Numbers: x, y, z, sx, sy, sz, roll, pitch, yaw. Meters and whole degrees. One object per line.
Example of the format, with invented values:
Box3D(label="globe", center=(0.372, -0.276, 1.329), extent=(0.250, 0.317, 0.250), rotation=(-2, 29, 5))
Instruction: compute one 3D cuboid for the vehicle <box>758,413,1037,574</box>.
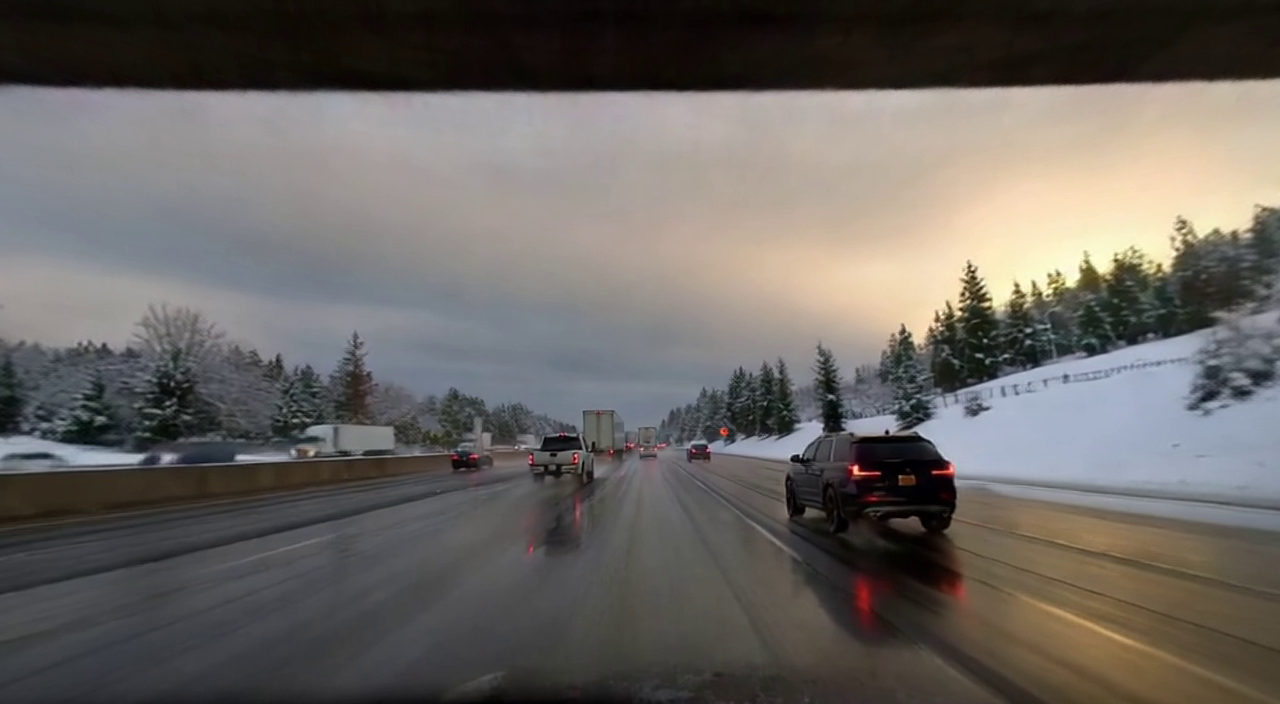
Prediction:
Box3D(label="vehicle", center=(3.117, 1.816, 8.854), extent=(2.028, 1.658, 4.334), rotation=(0, -9, 0))

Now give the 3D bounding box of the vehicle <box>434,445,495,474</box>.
Box3D(label="vehicle", center=(-9.707, 5.982, 35.279), extent=(1.981, 1.495, 4.834), rotation=(0, -9, 1))

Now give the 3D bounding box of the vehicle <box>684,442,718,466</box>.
Box3D(label="vehicle", center=(4.494, 7.602, 46.963), extent=(2.026, 1.661, 3.865), rotation=(0, -9, -1))

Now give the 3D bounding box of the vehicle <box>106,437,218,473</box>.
Box3D(label="vehicle", center=(-21.393, 4.626, 28.447), extent=(2.145, 1.512, 3.656), rotation=(0, -9, 0))

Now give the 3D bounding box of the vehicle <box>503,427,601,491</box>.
Box3D(label="vehicle", center=(-3.043, 3.952, 23.691), extent=(2.645, 2.023, 6.491), rotation=(-1, -9, 1))
